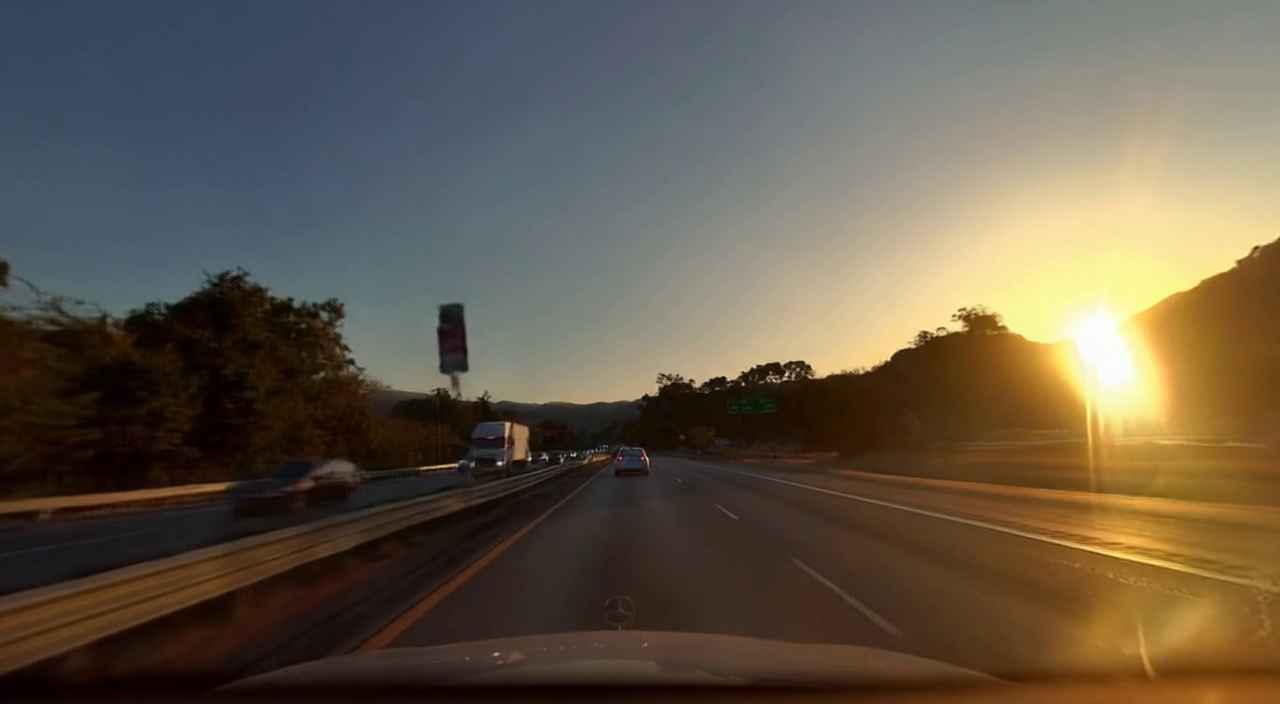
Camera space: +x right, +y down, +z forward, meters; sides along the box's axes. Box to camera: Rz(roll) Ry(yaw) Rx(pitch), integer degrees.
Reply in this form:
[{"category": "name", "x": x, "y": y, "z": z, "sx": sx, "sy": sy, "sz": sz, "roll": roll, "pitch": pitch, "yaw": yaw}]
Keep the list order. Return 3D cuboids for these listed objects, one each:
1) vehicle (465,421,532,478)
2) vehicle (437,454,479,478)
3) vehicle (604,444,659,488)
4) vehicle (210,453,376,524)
[{"category": "vehicle", "x": -9.067, "y": 6.376, "z": 41.025, "sx": 2.739, "sy": 3.387, "sz": 7.184, "roll": 0, "pitch": -9, "yaw": -1}, {"category": "vehicle", "x": -13.804, "y": 8.613, "z": 47.735, "sx": 1.905, "sy": 1.666, "sz": 4.272, "roll": 0, "pitch": -9, "yaw": 0}, {"category": "vehicle", "x": -0.336, "y": 4.352, "z": 24.306, "sx": 1.971, "sy": 1.518, "sz": 4.108, "roll": 0, "pitch": -9, "yaw": -1}, {"category": "vehicle", "x": -8.662, "y": 3.401, "z": 16.140, "sx": 1.893, "sy": 1.519, "sz": 4.127, "roll": 0, "pitch": -9, "yaw": 0}]
